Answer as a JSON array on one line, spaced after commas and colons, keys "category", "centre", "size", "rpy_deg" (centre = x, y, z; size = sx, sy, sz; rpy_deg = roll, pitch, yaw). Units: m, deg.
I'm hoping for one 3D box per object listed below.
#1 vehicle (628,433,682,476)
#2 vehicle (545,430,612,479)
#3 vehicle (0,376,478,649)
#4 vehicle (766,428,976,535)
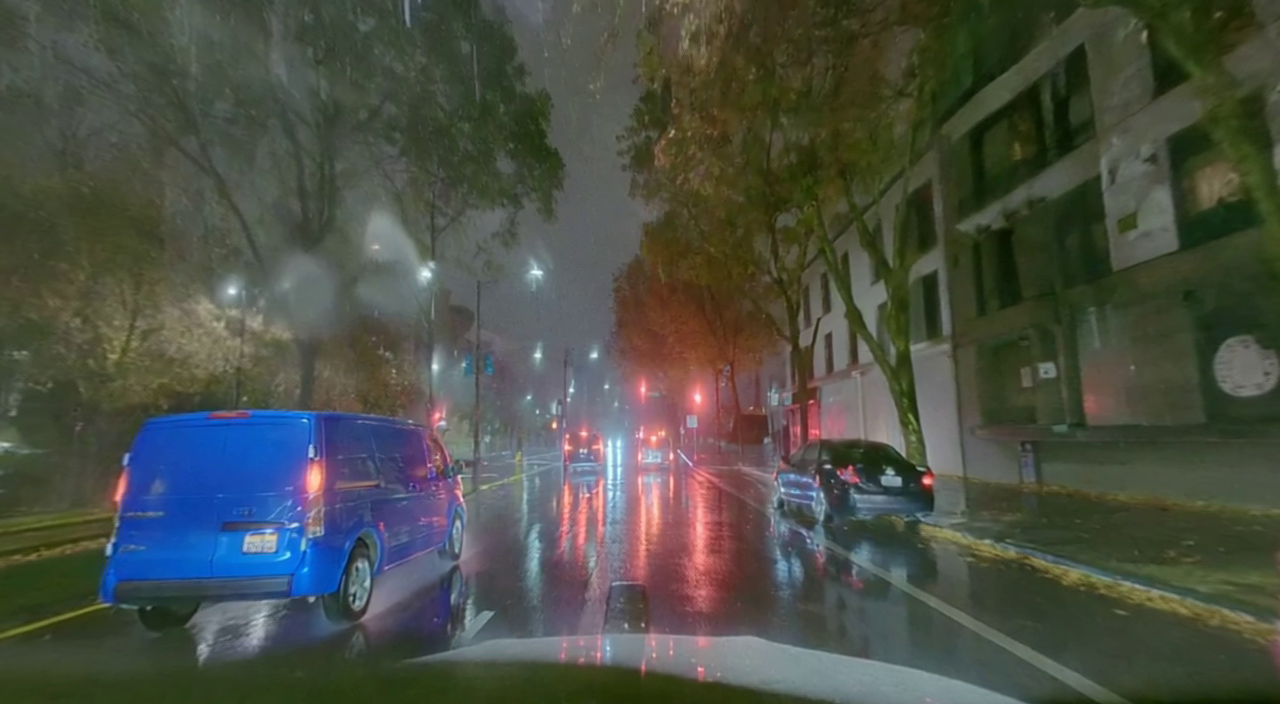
[{"category": "vehicle", "centre": [0.650, 4.484, 27.783], "size": [2.205, 1.727, 3.917], "rpy_deg": [0, -8, 1]}, {"category": "vehicle", "centre": [-2.376, 4.135, 25.604], "size": [2.124, 1.799, 4.587], "rpy_deg": [0, -8, 2]}, {"category": "vehicle", "centre": [-3.055, 1.295, 5.983], "size": [1.940, 1.722, 3.823], "rpy_deg": [0, -8, 1]}, {"category": "vehicle", "centre": [3.662, 2.136, 11.036], "size": [2.067, 1.479, 4.409], "rpy_deg": [0, -8, 1]}]
